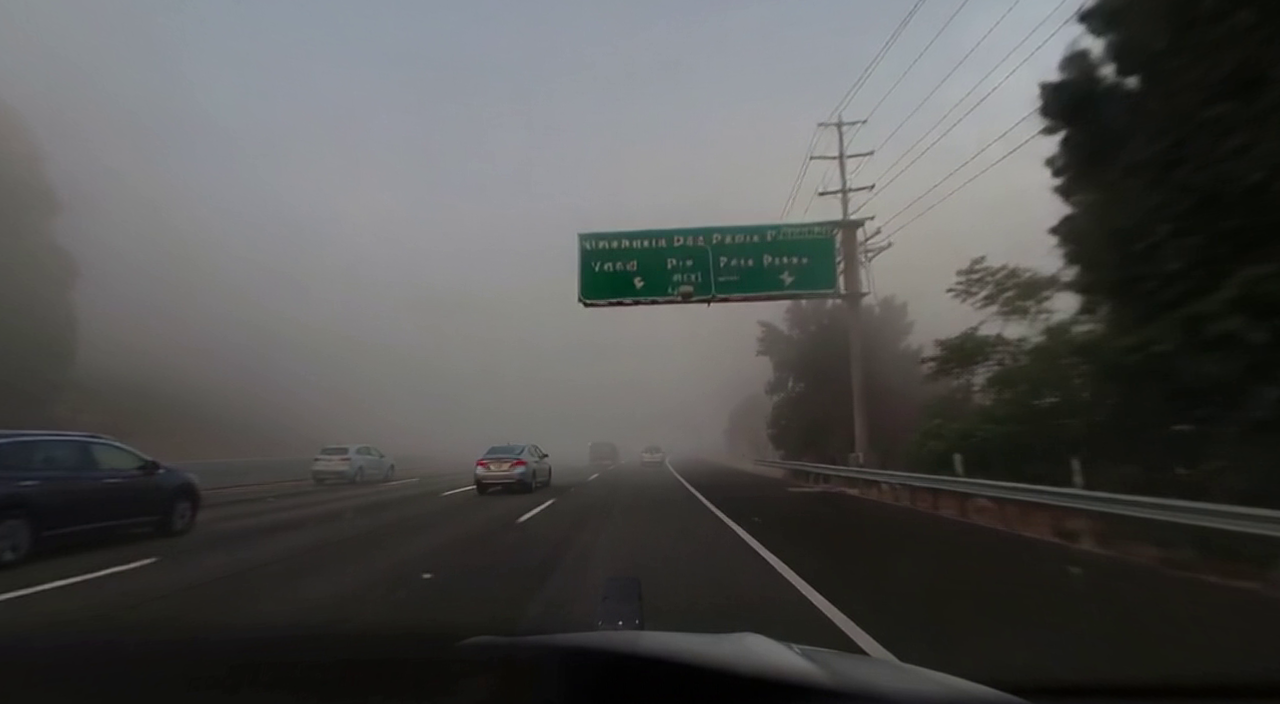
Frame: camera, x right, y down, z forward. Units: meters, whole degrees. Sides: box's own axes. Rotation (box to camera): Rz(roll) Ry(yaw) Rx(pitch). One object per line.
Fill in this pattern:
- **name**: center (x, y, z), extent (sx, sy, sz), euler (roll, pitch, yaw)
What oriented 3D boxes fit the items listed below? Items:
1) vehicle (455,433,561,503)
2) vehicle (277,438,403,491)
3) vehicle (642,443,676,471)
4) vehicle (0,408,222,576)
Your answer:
- **vehicle**: center (-3.500, 3.159, 17.560), extent (1.976, 1.688, 4.124), euler (0, -9, 1)
- **vehicle**: center (-10.828, 4.075, 23.260), extent (2.097, 1.722, 4.981), euler (0, -9, 1)
- **vehicle**: center (1.234, 6.656, 40.137), extent (2.038, 1.677, 4.219), euler (0, -9, 2)
- **vehicle**: center (-7.539, 1.557, 7.281), extent (2.043, 1.696, 4.851), euler (0, -9, 0)
